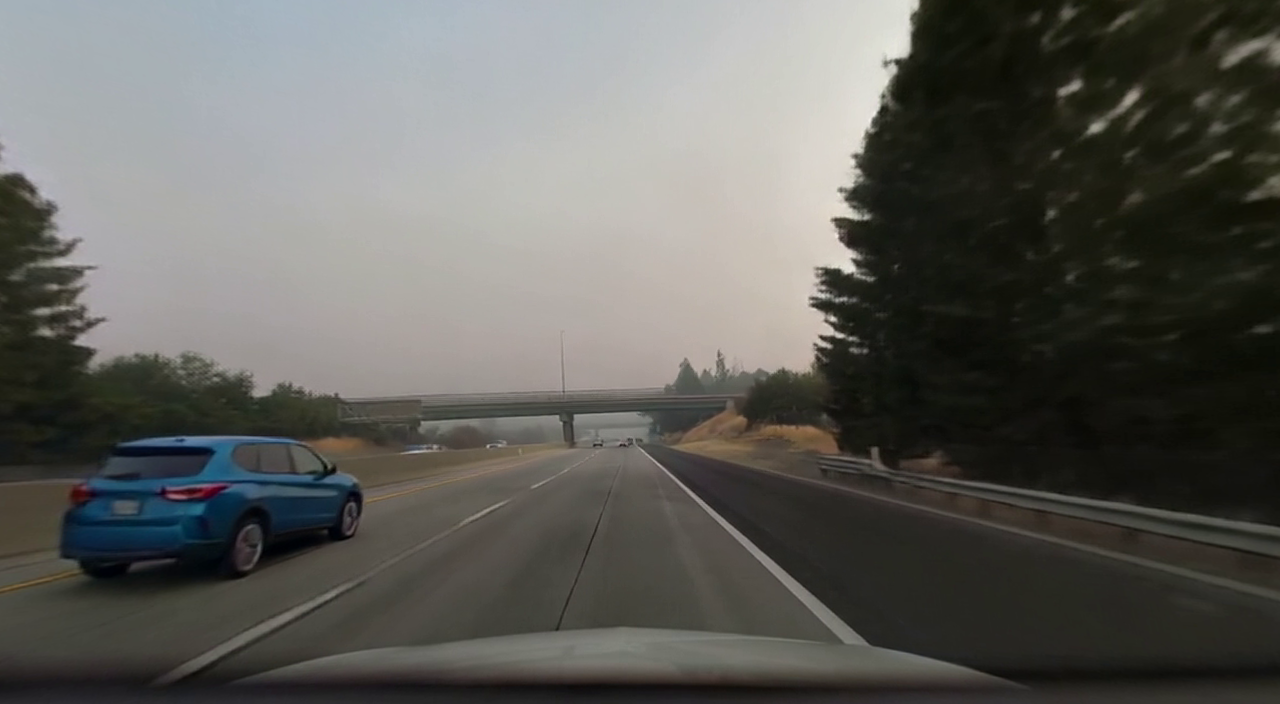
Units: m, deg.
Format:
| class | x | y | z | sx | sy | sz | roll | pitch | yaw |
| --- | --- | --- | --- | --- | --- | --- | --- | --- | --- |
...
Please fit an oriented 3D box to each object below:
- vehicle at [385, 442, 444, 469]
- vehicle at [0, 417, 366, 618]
| class | x | y | z | sx | sy | sz | roll | pitch | yaw |
| --- | --- | --- | --- | --- | --- | --- | --- | --- | --- |
| vehicle | -13.679 | 6.307 | 38.532 | 1.936 | 1.472 | 4.802 | 0 | -8 | -1 |
| vehicle | -4.748 | 1.511 | 6.740 | 1.965 | 1.513 | 3.774 | 0 | -8 | -1 |
